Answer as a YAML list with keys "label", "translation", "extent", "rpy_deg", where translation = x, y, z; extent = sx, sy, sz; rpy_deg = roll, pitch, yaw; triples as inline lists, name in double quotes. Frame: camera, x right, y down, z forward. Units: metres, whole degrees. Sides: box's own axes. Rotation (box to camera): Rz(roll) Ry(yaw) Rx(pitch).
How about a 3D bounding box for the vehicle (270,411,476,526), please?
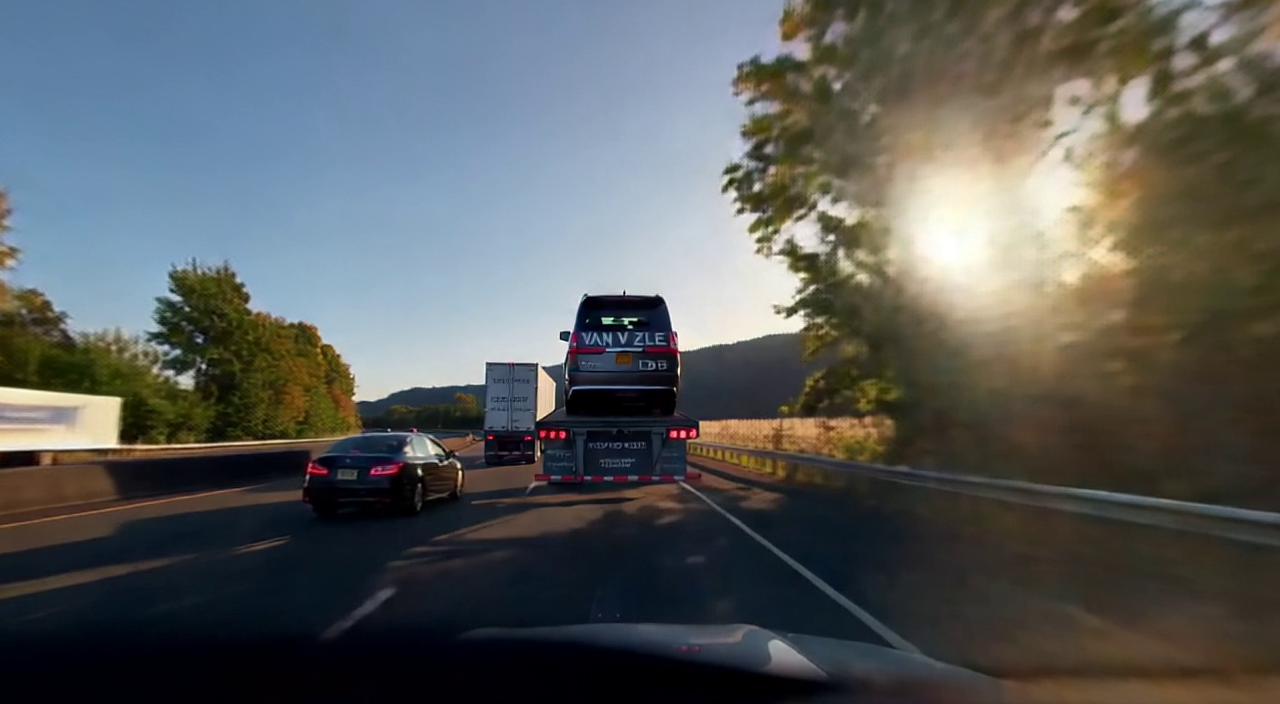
- label: "vehicle"
  translation: [-4.497, 2.001, 11.481]
  extent: [1.914, 1.675, 4.331]
  rpy_deg: [0, -7, -1]

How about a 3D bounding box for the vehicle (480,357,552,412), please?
- label: "vehicle"
  translation: [-4.692, 1.361, 24.565]
  extent: [2.118, 1.799, 4.591]
  rpy_deg: [0, -7, -3]

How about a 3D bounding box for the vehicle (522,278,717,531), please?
- label: "vehicle"
  translation: [-0.456, 1.310, 13.687]
  extent: [2.738, 3.628, 9.223]
  rpy_deg: [0, -7, -2]

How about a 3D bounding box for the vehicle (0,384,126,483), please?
- label: "vehicle"
  translation: [-24.946, 3.082, 23.800]
  extent: [2.744, 3.608, 9.882]
  rpy_deg: [0, -7, -1]
